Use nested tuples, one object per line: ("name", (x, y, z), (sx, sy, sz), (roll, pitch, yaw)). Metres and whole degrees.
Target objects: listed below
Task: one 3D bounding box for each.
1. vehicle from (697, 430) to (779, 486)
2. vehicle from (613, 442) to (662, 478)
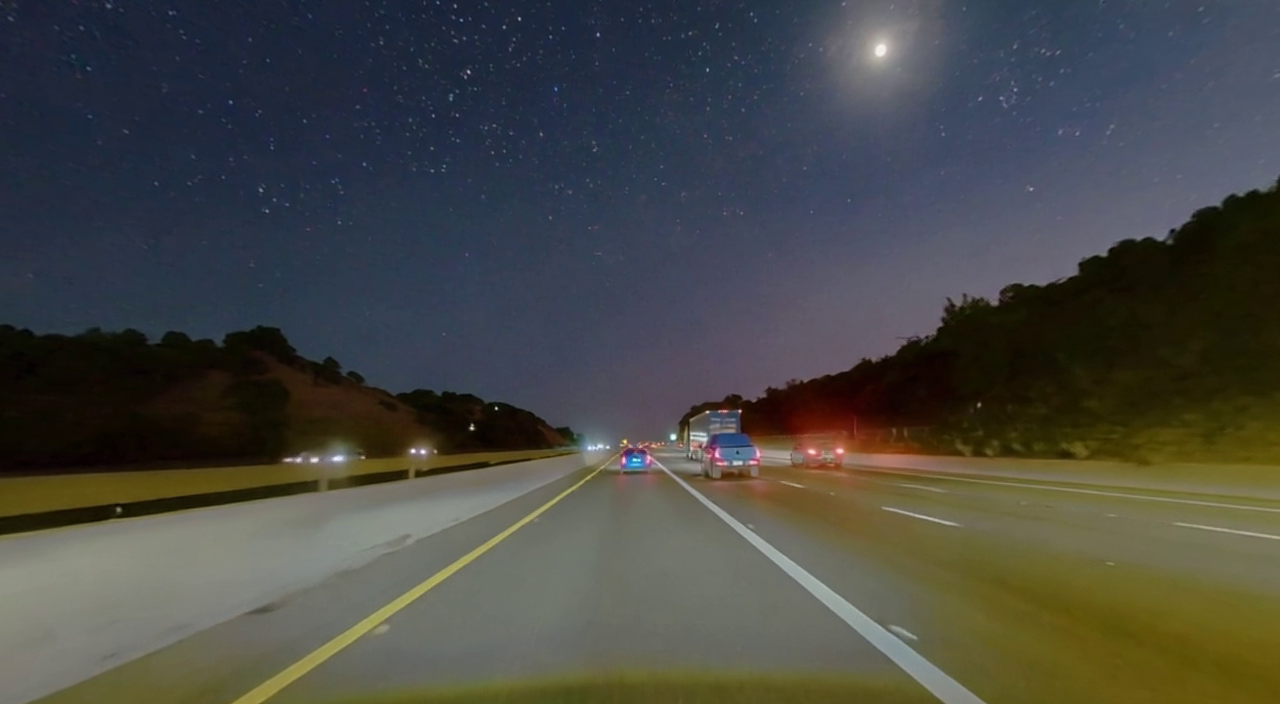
("vehicle", (3.429, 3.832, 23.059), (2.098, 1.794, 4.561), (0, -9, -2))
("vehicle", (-0.137, 4.860, 28.644), (2.083, 1.477, 3.965), (0, -9, -1))
